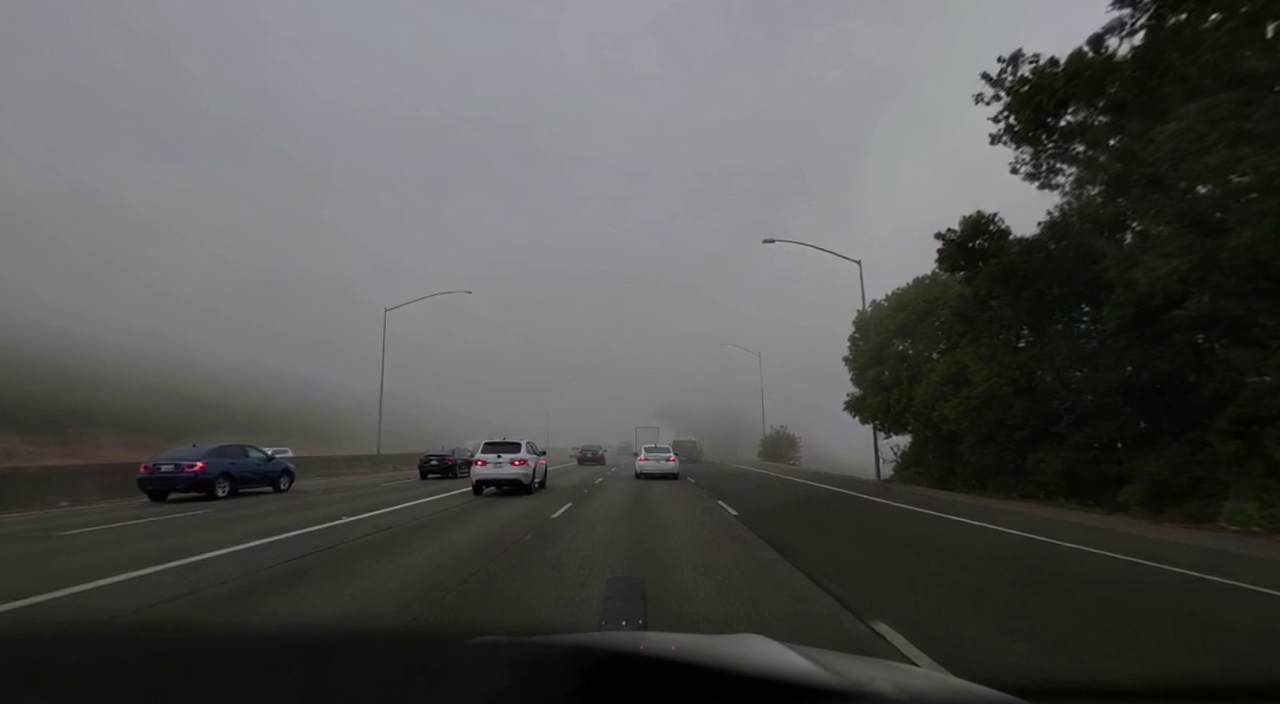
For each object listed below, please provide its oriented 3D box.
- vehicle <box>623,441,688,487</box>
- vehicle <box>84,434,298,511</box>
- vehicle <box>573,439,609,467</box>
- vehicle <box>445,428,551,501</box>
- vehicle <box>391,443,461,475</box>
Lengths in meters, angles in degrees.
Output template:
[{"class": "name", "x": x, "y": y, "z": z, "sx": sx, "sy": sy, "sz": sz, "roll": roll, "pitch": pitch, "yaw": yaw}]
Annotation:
[{"class": "vehicle", "x": 0.499, "y": 3.819, "z": 21.912, "sx": 2.054, "sy": 1.421, "sz": 4.090, "roll": 0, "pitch": -8, "yaw": 1}, {"class": "vehicle", "x": -10.587, "y": 2.844, "z": 15.383, "sx": 1.941, "sy": 1.602, "sz": 4.277, "roll": 0, "pitch": -8, "yaw": 2}, {"class": "vehicle", "x": -3.036, "y": 6.355, "z": 39.949, "sx": 1.897, "sy": 1.646, "sz": 4.049, "roll": 0, "pitch": -8, "yaw": 1}, {"class": "vehicle", "x": -3.704, "y": 3.006, "z": 17.274, "sx": 1.903, "sy": 1.721, "sz": 4.210, "roll": 0, "pitch": -8, "yaw": 1}, {"class": "vehicle", "x": -10.683, "y": 5.341, "z": 31.881, "sx": 1.902, "sy": 1.478, "sz": 4.505, "roll": 0, "pitch": -8, "yaw": 1}]
